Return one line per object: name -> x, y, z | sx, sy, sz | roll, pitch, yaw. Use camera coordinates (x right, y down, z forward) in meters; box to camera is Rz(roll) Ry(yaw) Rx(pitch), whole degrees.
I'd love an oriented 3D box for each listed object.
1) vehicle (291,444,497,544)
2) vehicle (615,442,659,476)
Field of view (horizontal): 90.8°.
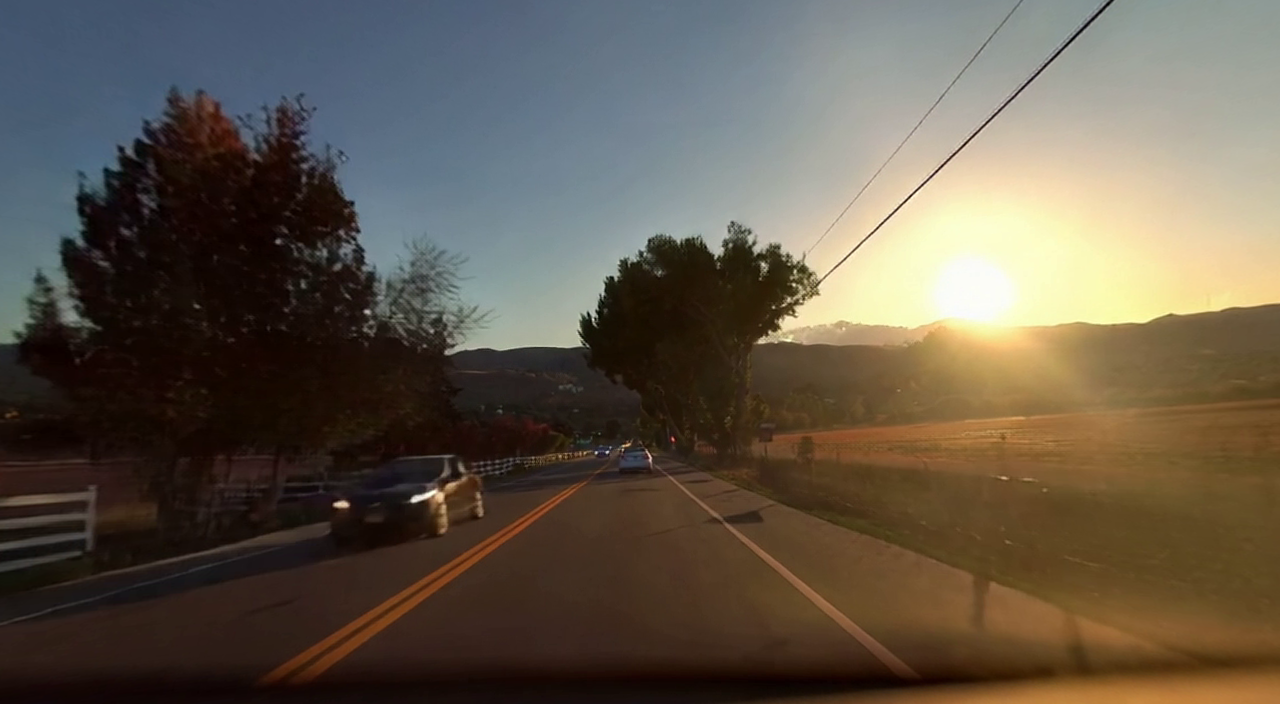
vehicle -> -4.423, 2.601, 12.373 | 2.107, 1.534, 4.752 | 0, -9, 0
vehicle -> -0.165, 5.580, 33.253 | 2.158, 1.669, 4.006 | 0, -9, 0
